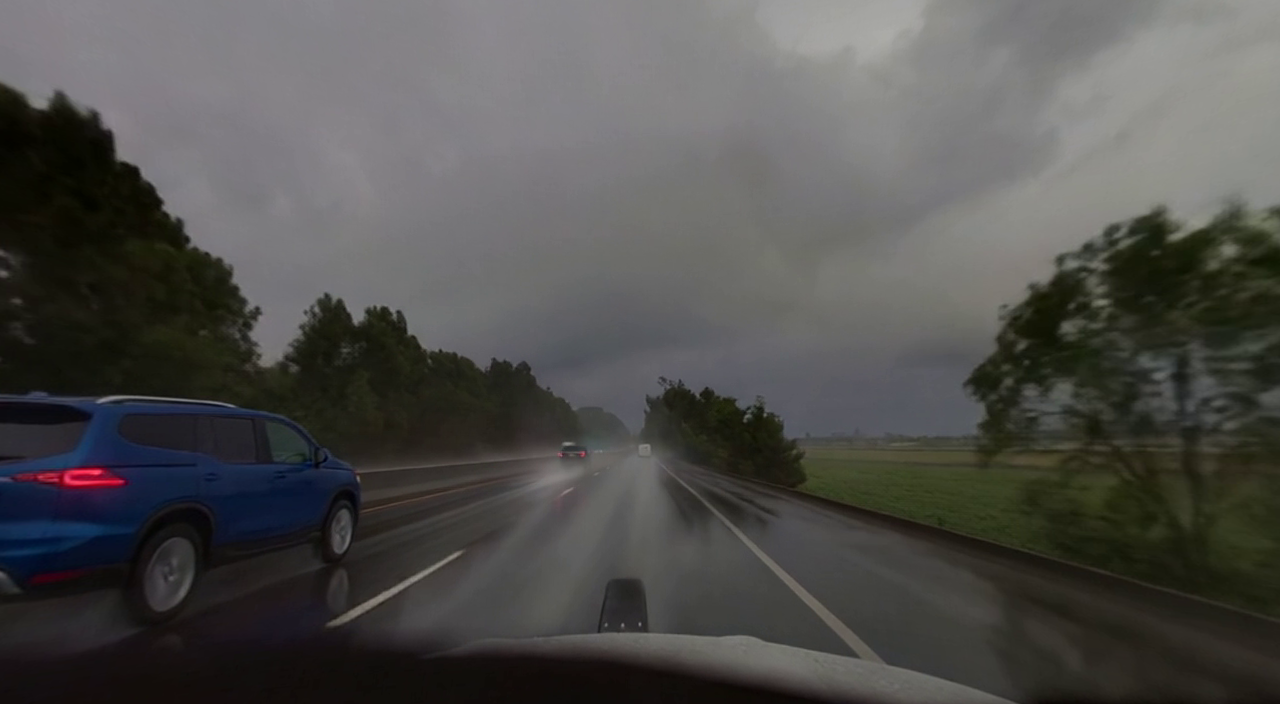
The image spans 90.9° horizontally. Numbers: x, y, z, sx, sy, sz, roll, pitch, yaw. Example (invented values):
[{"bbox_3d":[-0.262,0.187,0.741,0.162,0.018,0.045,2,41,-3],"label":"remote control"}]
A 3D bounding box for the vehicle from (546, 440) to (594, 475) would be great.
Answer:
[{"bbox_3d":[-3.812,5.886,35.180,2.056,1.811,4.202,-1,-9,2],"label":"vehicle"}]

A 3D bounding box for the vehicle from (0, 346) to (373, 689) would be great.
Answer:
[{"bbox_3d":[-4.634,1.290,5.944,2.102,1.941,4.703,0,-9,1],"label":"vehicle"}]
